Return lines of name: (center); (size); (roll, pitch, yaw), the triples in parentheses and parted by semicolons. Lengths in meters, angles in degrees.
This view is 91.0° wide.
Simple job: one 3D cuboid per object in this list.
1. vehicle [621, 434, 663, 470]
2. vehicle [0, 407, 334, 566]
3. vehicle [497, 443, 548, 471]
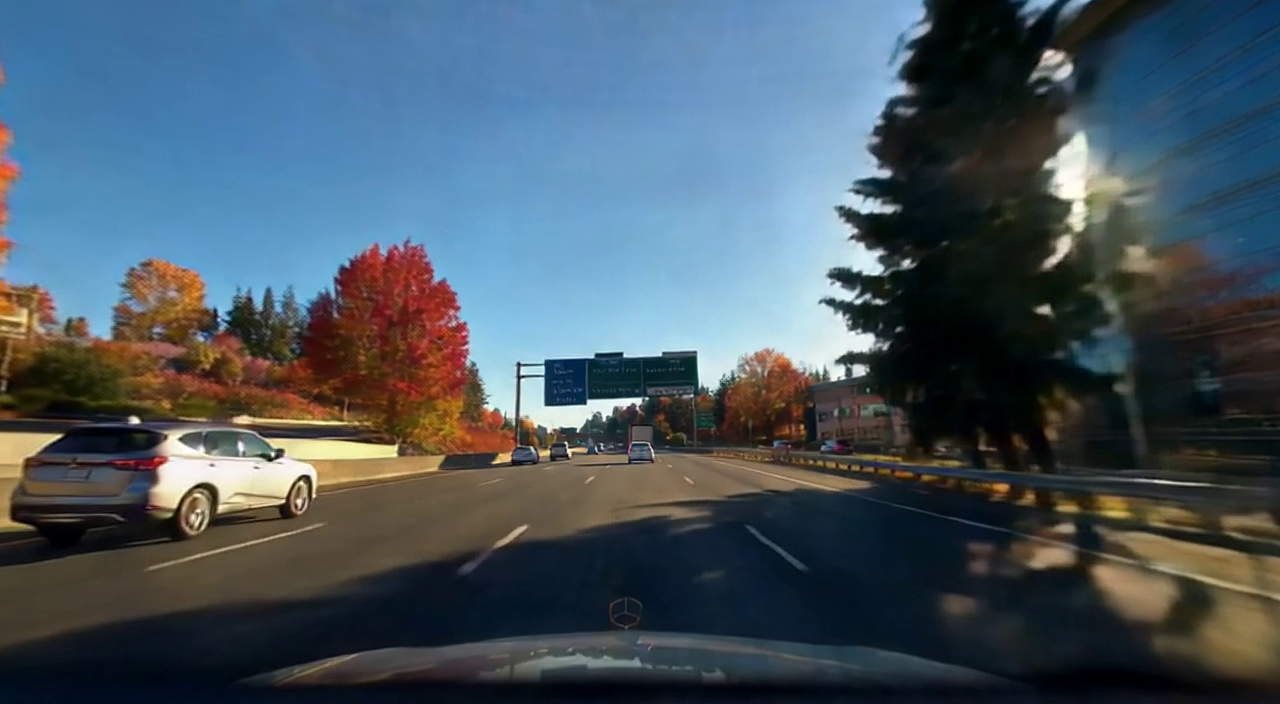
vehicle: (0.107, 5.702, 36.033); (2.245, 1.863, 4.801); (0, -9, 0)
vehicle: (-7.123, 1.937, 9.861); (2.146, 1.834, 4.999); (0, -9, 0)
vehicle: (-6.760, 6.088, 36.636); (2.074, 1.495, 4.643); (0, -9, 0)
